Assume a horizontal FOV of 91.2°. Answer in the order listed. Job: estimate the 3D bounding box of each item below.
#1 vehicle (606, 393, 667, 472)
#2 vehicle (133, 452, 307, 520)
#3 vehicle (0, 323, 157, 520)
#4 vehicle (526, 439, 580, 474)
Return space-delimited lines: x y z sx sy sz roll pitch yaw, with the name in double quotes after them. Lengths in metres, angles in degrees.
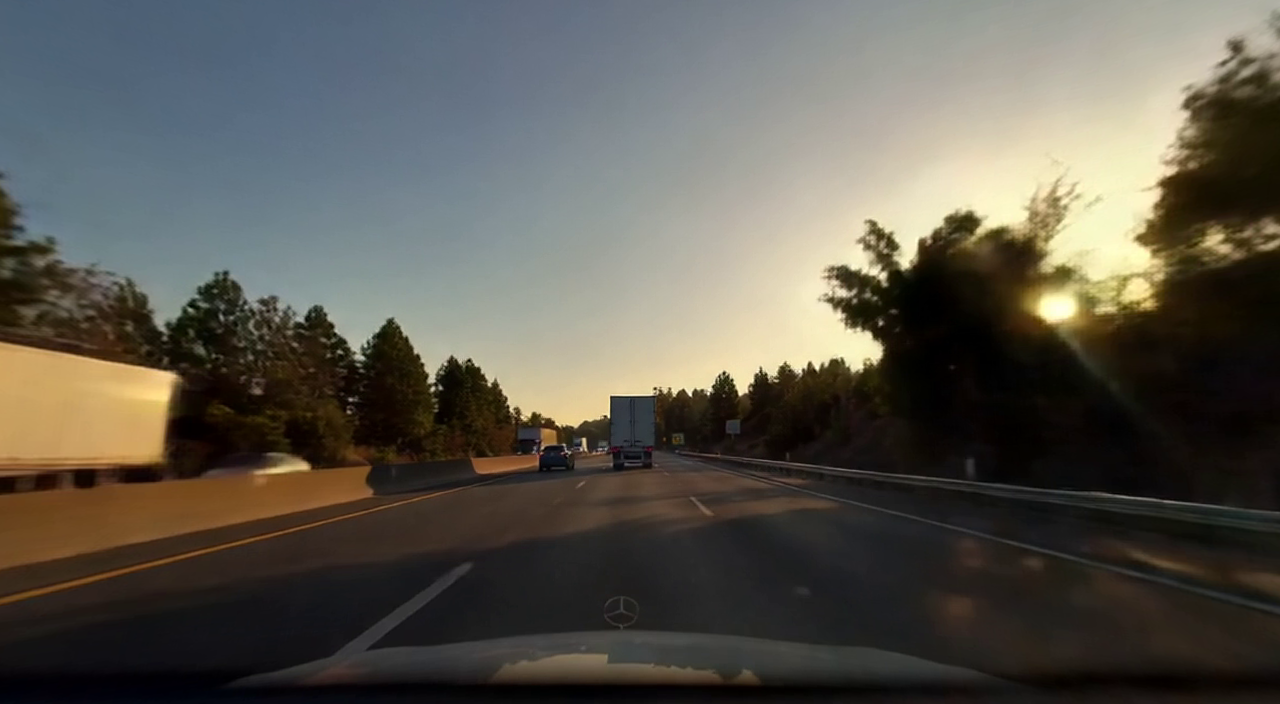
-0.249 4.967 37.747 3.100 4.091 10.664 0 -9 -1 "vehicle"
-10.284 3.254 15.746 1.751 1.448 3.765 0 -9 0 "vehicle"
-15.031 1.035 10.414 2.929 4.123 14.002 0 -9 0 "vehicle"
-4.259 5.220 31.426 2.112 1.645 4.129 0 -9 0 "vehicle"
